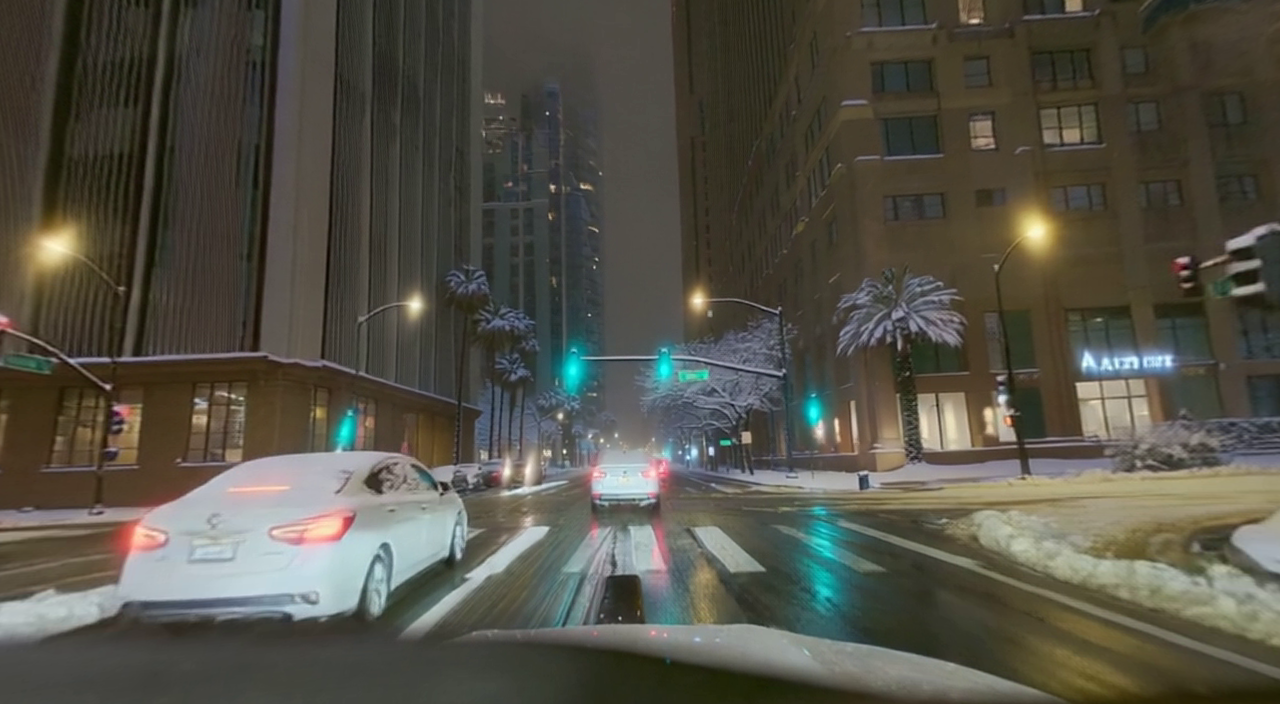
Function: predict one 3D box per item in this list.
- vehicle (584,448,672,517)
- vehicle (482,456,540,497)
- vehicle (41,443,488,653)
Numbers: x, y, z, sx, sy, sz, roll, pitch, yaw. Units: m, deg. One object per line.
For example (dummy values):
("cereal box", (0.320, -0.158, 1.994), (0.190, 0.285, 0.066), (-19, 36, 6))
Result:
("vehicle", (-0.310, 3.466, 17.270), (2.145, 1.632, 3.972), (0, -9, -1))
("vehicle", (-6.706, 6.486, 33.253), (2.070, 1.893, 4.738), (0, -9, 0))
("vehicle", (-3.303, 1.780, 6.975), (2.096, 1.492, 4.666), (0, -9, 0))
